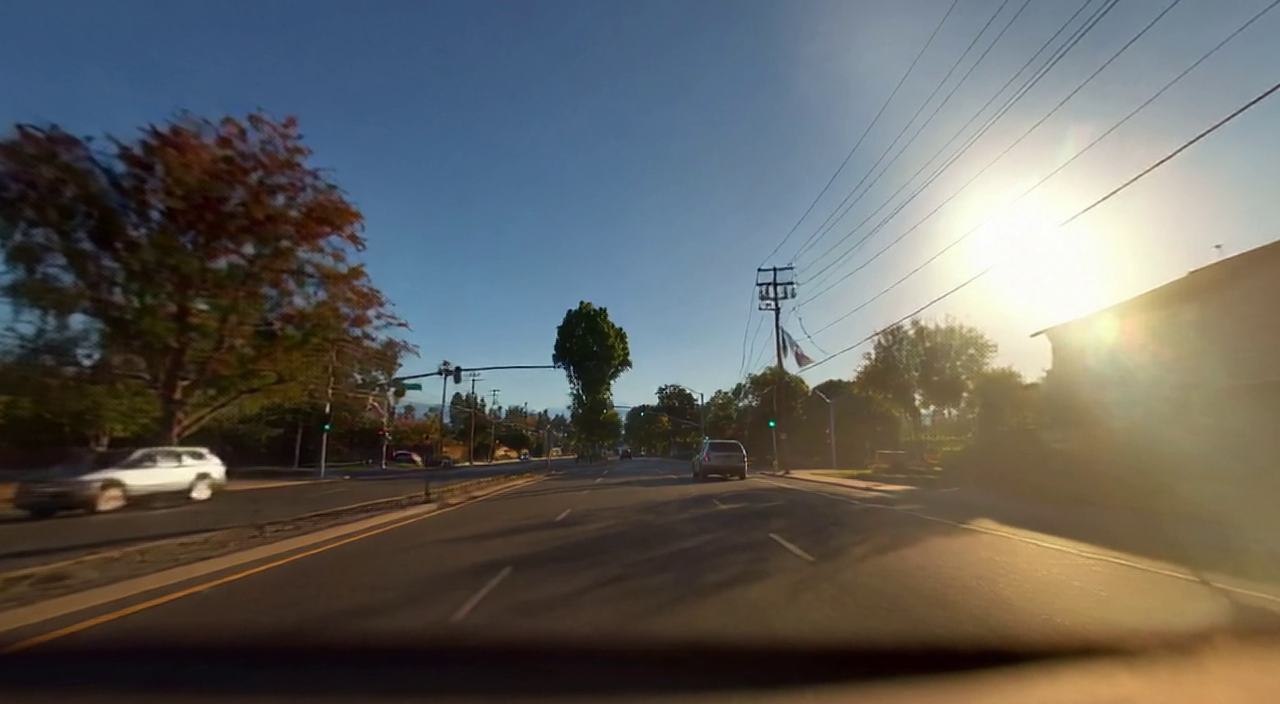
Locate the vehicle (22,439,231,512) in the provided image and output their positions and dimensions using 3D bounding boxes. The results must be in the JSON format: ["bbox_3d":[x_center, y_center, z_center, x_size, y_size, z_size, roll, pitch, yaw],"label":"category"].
[{"bbox_3d":[-13.384,3.201,16.881,1.925,1.670,4.371,0,-9,-1],"label":"vehicle"}]

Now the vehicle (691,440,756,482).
[{"bbox_3d":[3.730,4.963,29.023,2.240,1.781,4.433,0,-9,-2],"label":"vehicle"}]
